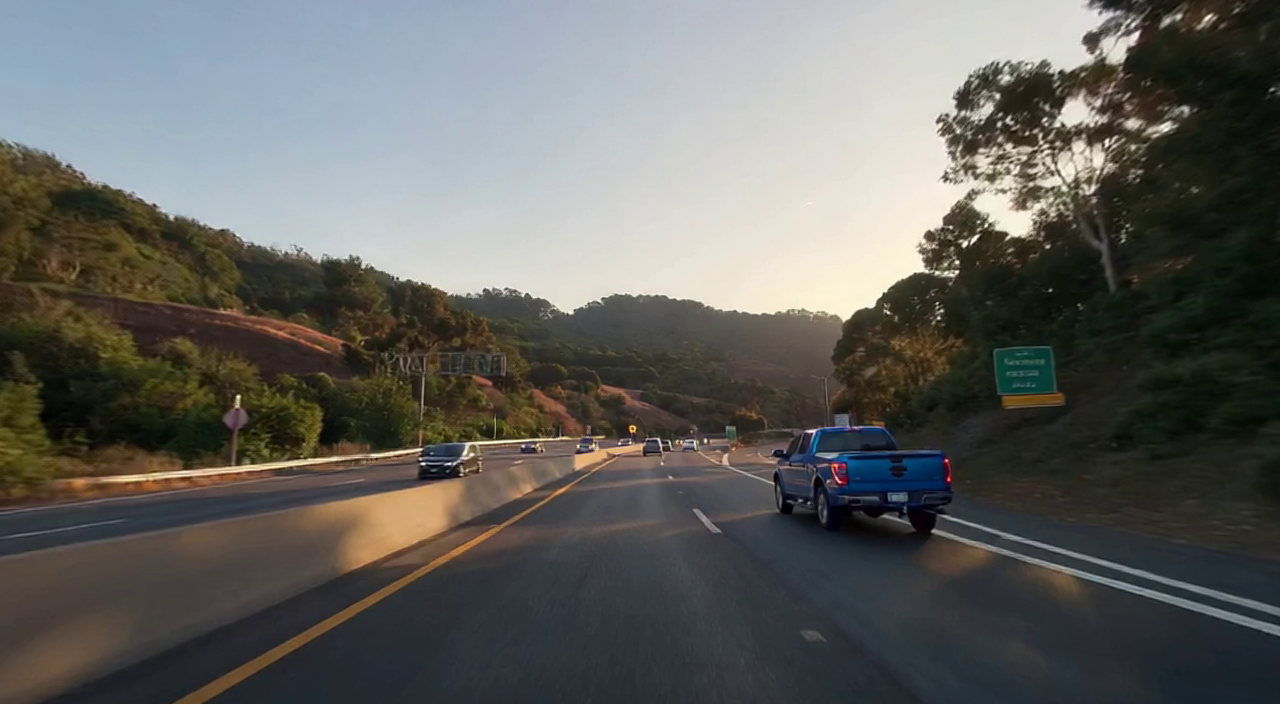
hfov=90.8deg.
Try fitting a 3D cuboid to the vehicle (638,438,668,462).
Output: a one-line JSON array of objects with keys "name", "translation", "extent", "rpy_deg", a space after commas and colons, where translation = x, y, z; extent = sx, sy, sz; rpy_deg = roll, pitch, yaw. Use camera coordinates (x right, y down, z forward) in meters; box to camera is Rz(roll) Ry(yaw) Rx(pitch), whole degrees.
[{"name": "vehicle", "translation": [1.015, 7.570, 49.003], "extent": [2.186, 1.782, 4.100], "rpy_deg": [0, -9, 1]}]

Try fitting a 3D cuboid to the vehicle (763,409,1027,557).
[{"name": "vehicle", "translation": [3.494, 1.915, 9.938], "extent": [2.151, 1.744, 4.709], "rpy_deg": [0, -9, 0]}]

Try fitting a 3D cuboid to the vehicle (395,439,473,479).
[{"name": "vehicle", "translation": [-9.961, 5.198, 31.012], "extent": [2.131, 1.773, 4.837], "rpy_deg": [0, -9, 0]}]
